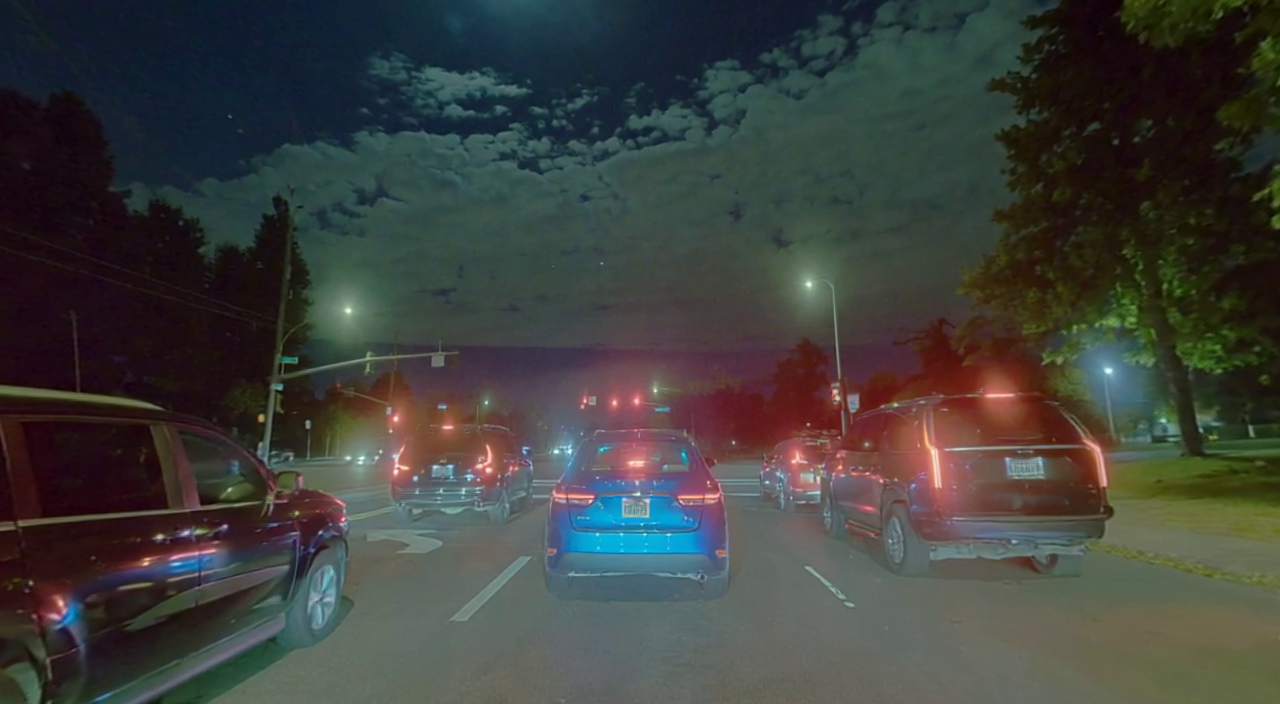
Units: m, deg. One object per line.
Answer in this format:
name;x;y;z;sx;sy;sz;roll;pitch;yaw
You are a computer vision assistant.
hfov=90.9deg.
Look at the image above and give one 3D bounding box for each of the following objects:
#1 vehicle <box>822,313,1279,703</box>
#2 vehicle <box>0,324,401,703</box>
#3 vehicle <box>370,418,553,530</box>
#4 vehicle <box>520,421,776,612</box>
vehicle;3.218;1.100;4.726;2.141;1.833;4.704;0;-8;-2
vehicle;-3.117;0.954;3.293;1.982;1.721;4.261;0;-8;1
vehicle;-3.182;2.300;12.445;2.117;1.772;4.619;0;-8;2
vehicle;0.025;1.598;7.034;2.021;1.490;3.948;0;-8;-1
